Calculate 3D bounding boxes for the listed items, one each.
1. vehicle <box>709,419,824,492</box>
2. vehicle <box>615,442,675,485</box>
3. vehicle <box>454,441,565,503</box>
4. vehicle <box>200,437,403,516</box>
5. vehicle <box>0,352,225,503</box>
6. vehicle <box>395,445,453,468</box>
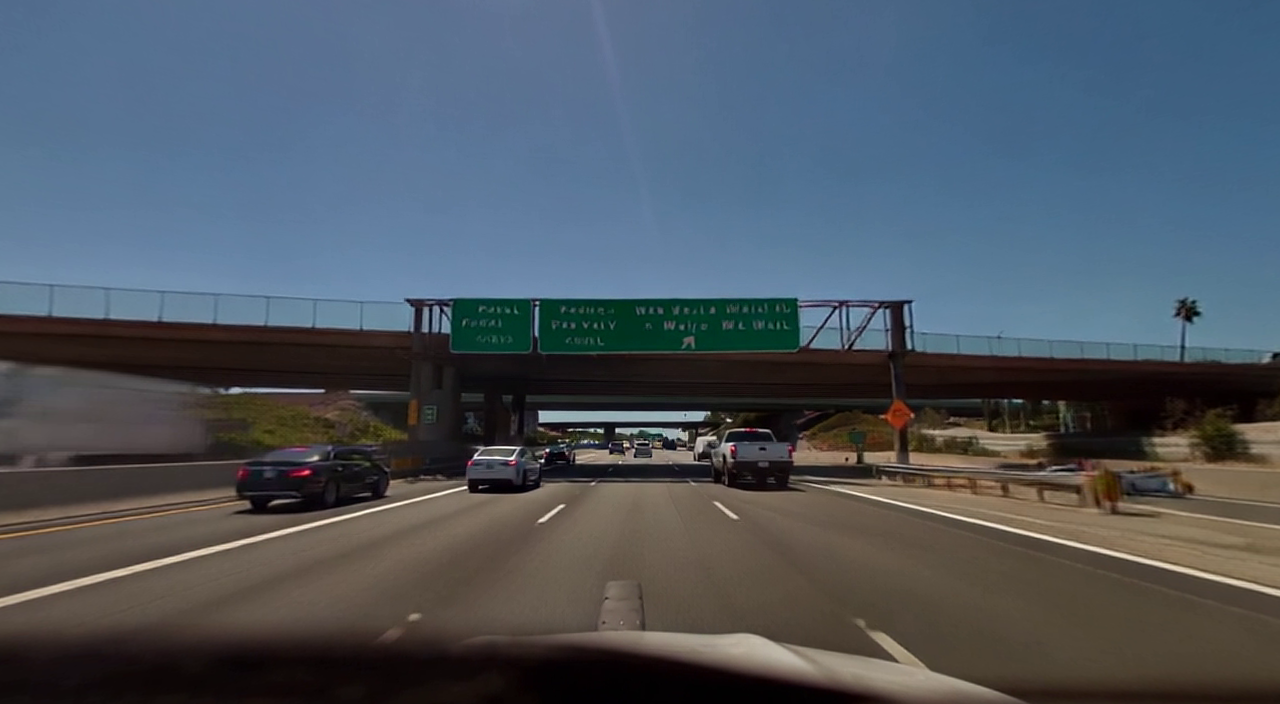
[{"bbox_3d":[4.112,3.595,22.074,2.802,2.151,6.579,0,-9,1],"label":"vehicle"},{"bbox_3d":[0.226,4.213,24.086,2.071,1.478,4.130,0,-9,1],"label":"vehicle"},{"bbox_3d":[-3.444,3.263,17.600,1.996,1.488,4.451,0,-9,2],"label":"vehicle"},{"bbox_3d":[-7.435,2.772,14.514,2.065,1.519,4.491,0,-9,1],"label":"vehicle"},{"bbox_3d":[-16.323,2.327,18.536,2.900,3.555,7.278,0,-9,2],"label":"vehicle"},{"bbox_3d":[-15.502,7.535,45.571,2.287,1.546,4.741,-1,-9,3],"label":"vehicle"}]
